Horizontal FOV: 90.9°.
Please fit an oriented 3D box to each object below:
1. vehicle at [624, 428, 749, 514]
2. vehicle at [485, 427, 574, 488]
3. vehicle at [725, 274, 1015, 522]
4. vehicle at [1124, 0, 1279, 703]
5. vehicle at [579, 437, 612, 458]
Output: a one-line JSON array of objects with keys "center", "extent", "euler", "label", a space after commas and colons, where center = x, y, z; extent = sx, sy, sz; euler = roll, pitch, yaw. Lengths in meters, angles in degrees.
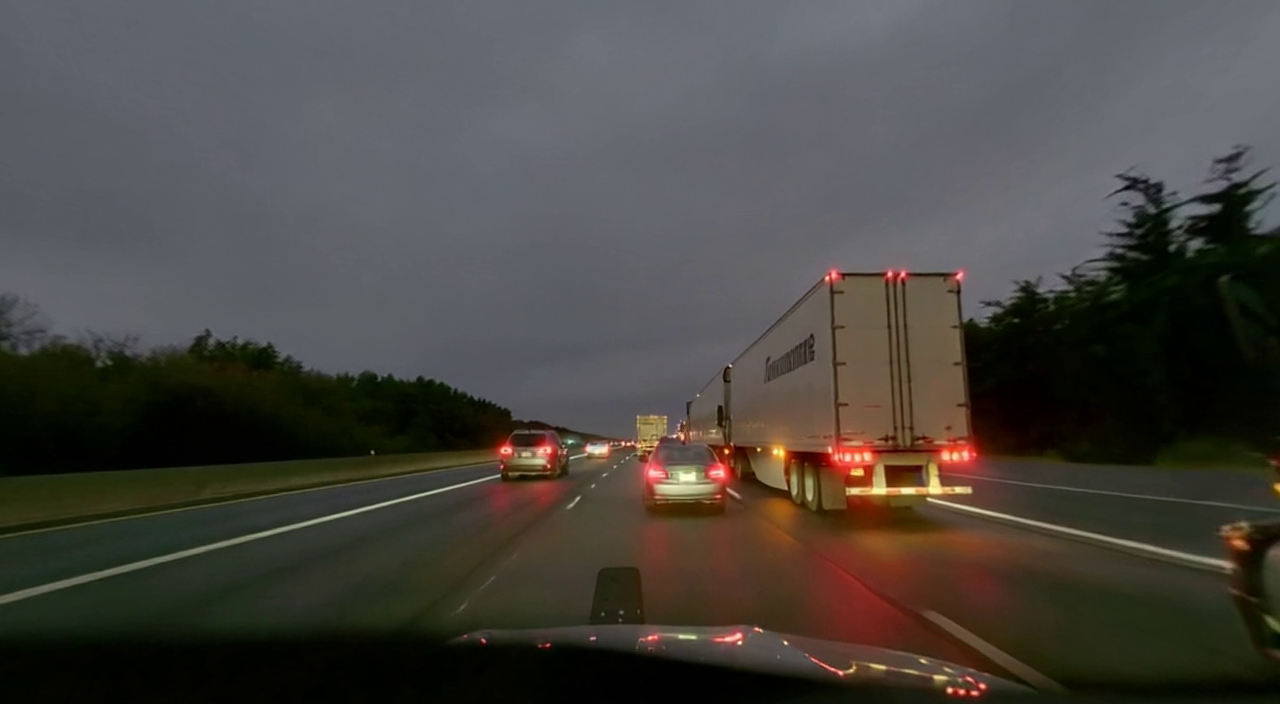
[{"center": [0.809, 2.395, 13.285], "extent": [2.200, 1.495, 4.282], "euler": [0, -8, 0], "label": "vehicle"}, {"center": [-3.401, 3.316, 20.325], "extent": [2.006, 1.729, 4.447], "euler": [0, -8, 1], "label": "vehicle"}, {"center": [4.693, 1.670, 17.542], "extent": [2.883, 4.070, 14.423], "euler": [0, -8, 1], "label": "vehicle"}, {"center": [4.499, -0.565, 0.659], "extent": [2.981, 3.988, 6.053], "euler": [0, -8, 0], "label": "vehicle"}, {"center": [-3.439, 7.533, 49.836], "extent": [2.181, 1.538, 4.169], "euler": [0, -8, 1], "label": "vehicle"}]
